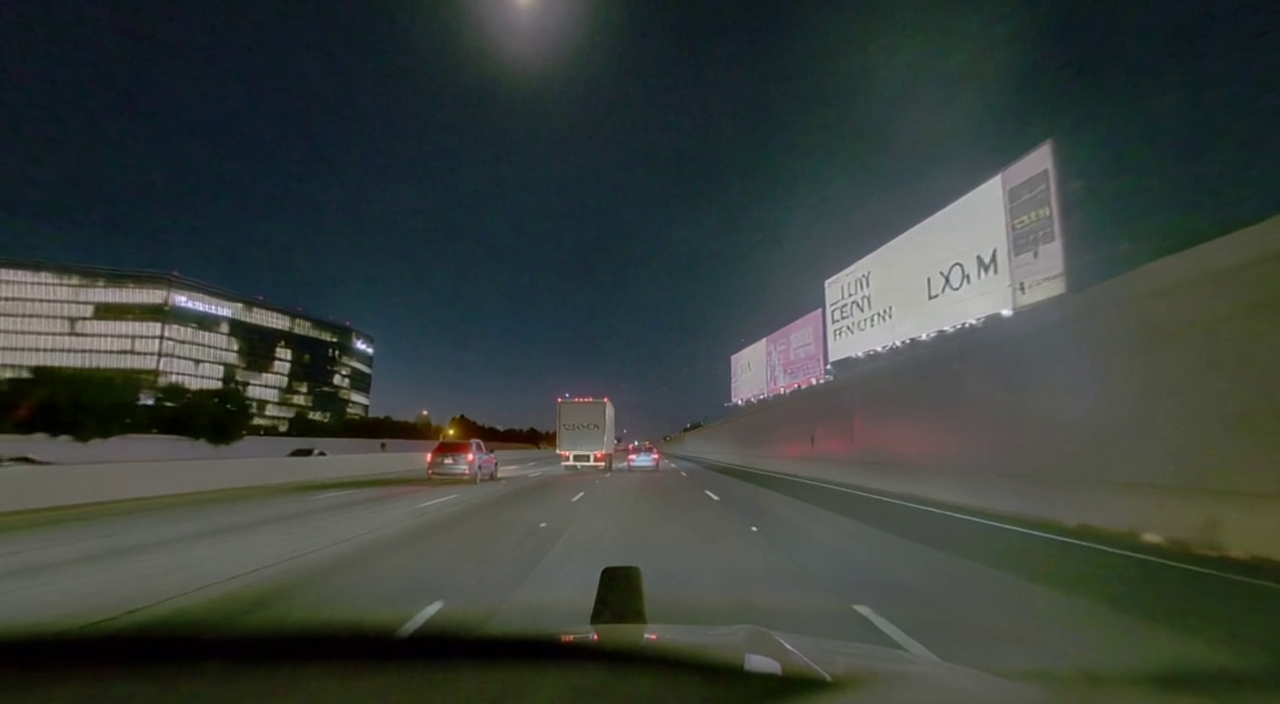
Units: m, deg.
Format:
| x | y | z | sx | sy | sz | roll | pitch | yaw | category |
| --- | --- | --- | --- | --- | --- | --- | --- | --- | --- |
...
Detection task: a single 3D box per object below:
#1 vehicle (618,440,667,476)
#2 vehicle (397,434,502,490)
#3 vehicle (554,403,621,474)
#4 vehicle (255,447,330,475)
| x | y | z | sx | sy | sz | roll | pitch | yaw | category |
| --- | --- | --- | --- | --- | --- | --- | --- | --- | --- |
| 0.147 | 5.039 | 30.196 | 2.168 | 1.597 | 3.615 | 0 | -9 | 1 | vehicle |
| -6.372 | 3.740 | 21.721 | 2.124 | 1.674 | 4.541 | 0 | -9 | 1 | vehicle |
| -2.739 | 4.948 | 35.627 | 2.794 | 3.460 | 8.595 | 0 | -9 | 2 | vehicle |
| -18.956 | 5.955 | 34.560 | 1.874 | 1.427 | 3.839 | 0 | -9 | 1 | vehicle |
